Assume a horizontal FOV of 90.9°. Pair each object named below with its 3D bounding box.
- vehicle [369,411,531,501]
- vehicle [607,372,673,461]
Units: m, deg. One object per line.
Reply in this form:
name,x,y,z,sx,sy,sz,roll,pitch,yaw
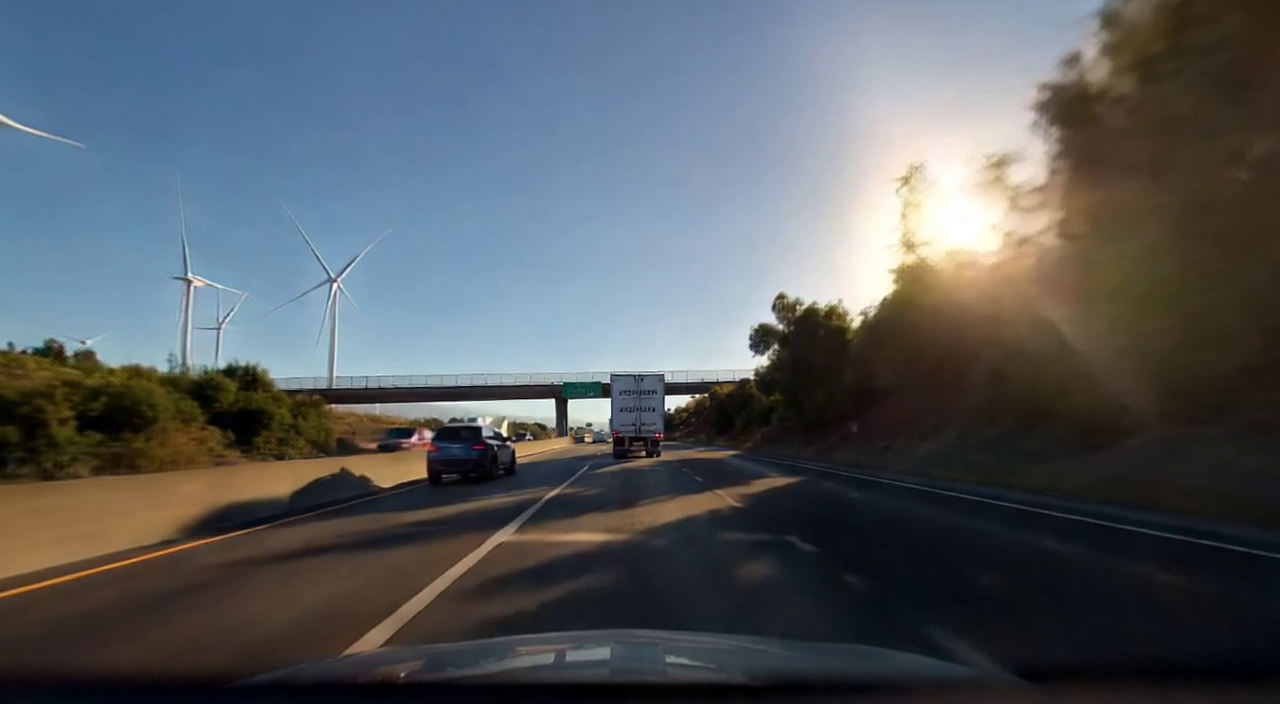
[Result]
vehicle,-4.018,2.274,14.401,2.167,1.686,4.946,0,-7,0
vehicle,-0.126,3.665,34.363,2.906,3.990,12.551,0,-7,-1
